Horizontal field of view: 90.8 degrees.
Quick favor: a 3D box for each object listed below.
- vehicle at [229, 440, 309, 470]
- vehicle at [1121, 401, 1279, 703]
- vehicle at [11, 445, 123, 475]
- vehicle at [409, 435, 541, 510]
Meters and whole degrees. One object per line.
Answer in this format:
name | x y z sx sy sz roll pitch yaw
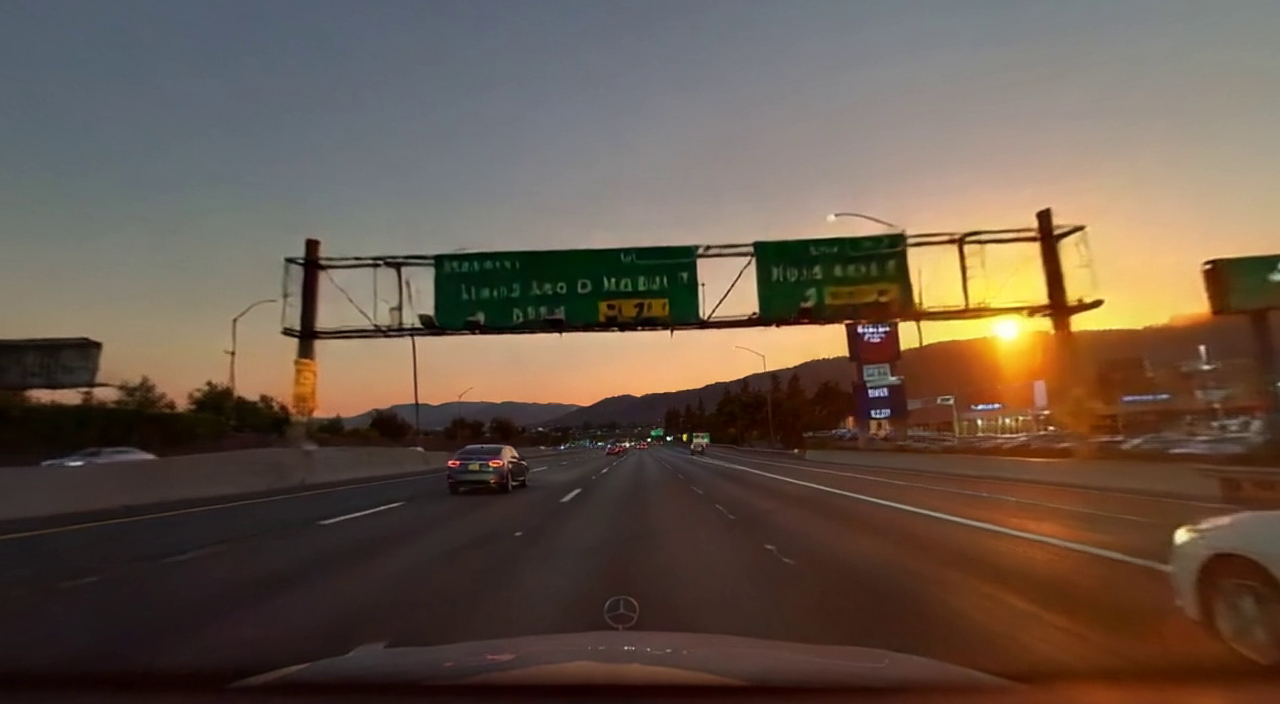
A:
vehicle | -18.916 5.242 32.382 1.782 1.443 3.767 0 -8 0
vehicle | 3.973 0.745 1.237 2.164 1.507 4.914 0 -8 0
vehicle | -30.414 5.708 33.728 1.835 1.455 4.387 0 -8 1
vehicle | -3.687 2.759 14.961 1.939 1.508 4.272 0 -8 1
